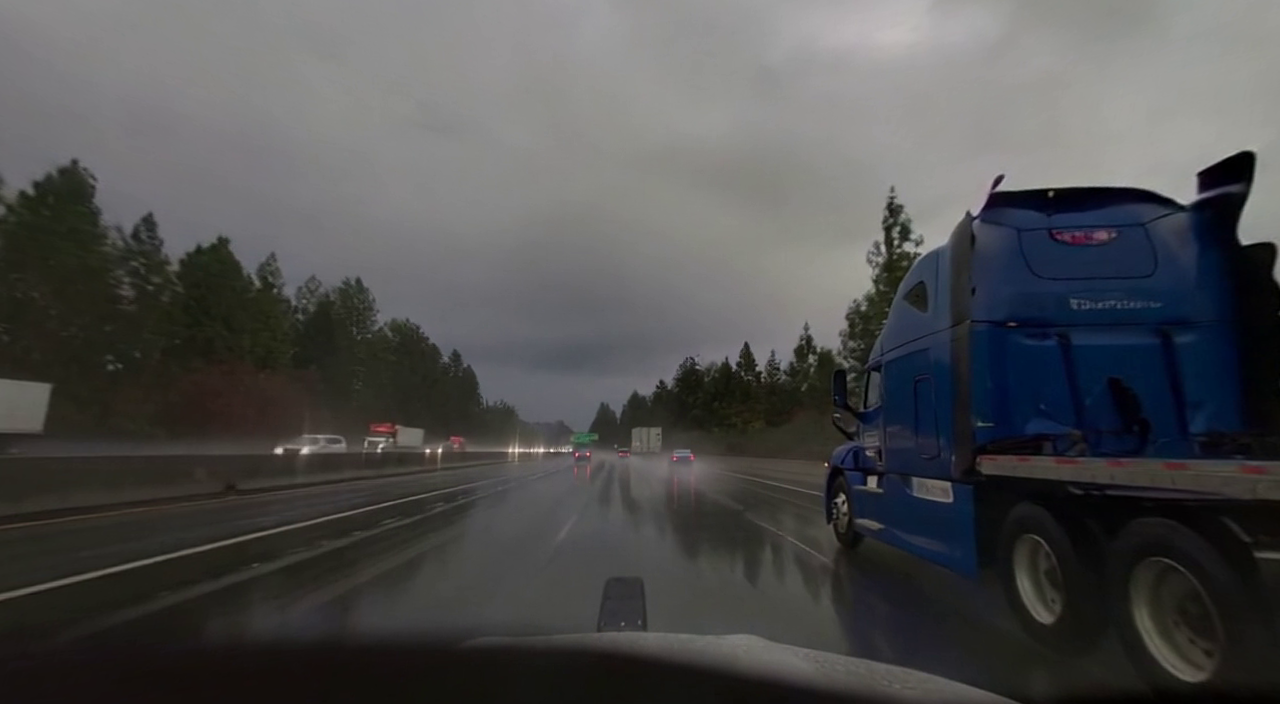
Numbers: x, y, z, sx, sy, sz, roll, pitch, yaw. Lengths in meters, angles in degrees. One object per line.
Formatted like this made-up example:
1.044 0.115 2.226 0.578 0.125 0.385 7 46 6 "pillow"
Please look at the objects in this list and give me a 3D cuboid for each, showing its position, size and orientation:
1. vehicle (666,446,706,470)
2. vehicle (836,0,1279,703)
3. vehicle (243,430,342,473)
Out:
3.275 7.684 45.843 2.246 1.583 4.813 0 -9 -3 "vehicle"
4.069 0.165 4.995 2.981 3.964 6.019 0 -9 0 "vehicle"
-15.929 4.604 29.228 1.936 1.788 4.763 0 -9 -2 "vehicle"
